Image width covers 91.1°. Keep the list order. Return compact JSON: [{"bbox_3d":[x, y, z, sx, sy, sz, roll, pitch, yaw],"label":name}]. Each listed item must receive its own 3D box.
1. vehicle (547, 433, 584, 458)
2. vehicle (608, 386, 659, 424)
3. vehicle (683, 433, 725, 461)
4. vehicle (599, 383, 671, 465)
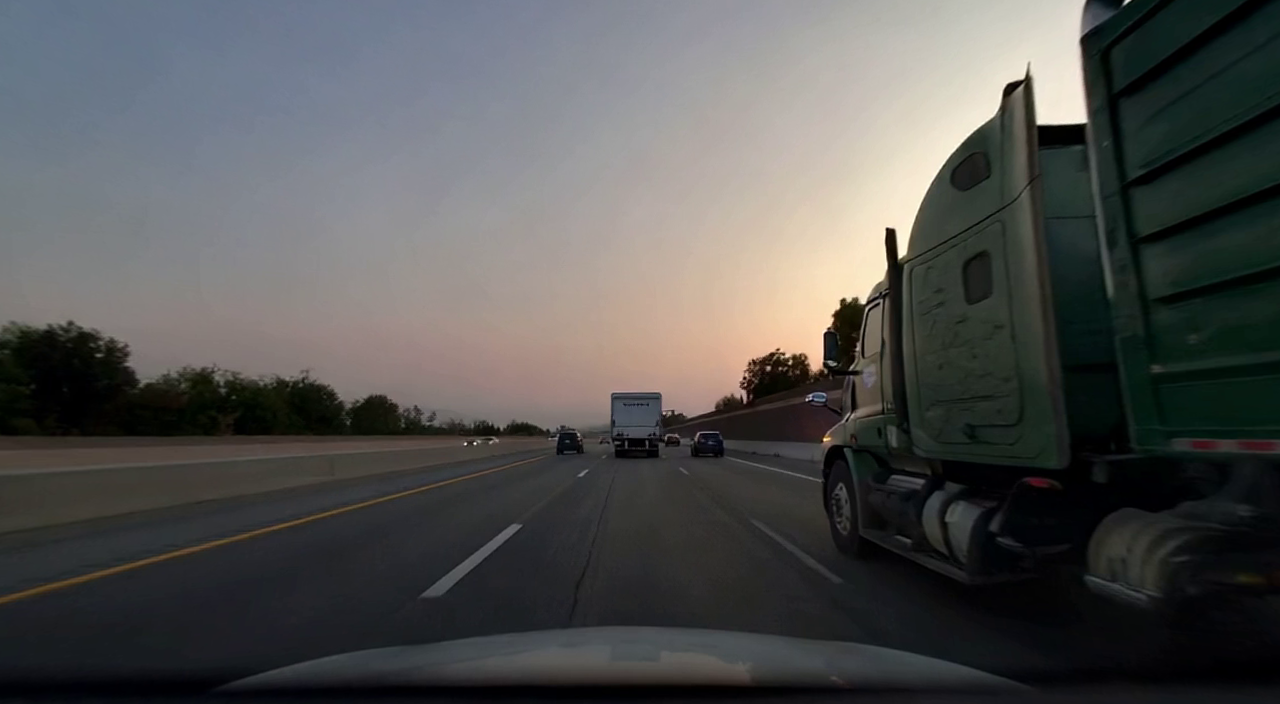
[{"bbox_3d":[-5.000,6.308,42.680,2.104,1.575,4.421,0,-8,-3],"label":"vehicle"},{"bbox_3d":[-0.259,2.447,28.360,2.112,1.472,4.240,0,-8,0],"label":"vehicle"},{"bbox_3d":[3.645,5.465,36.459,1.910,1.492,4.324,0,-8,-1],"label":"vehicle"},{"bbox_3d":[-0.358,3.856,32.637,2.953,3.406,13.372,0,-8,-1],"label":"vehicle"}]
